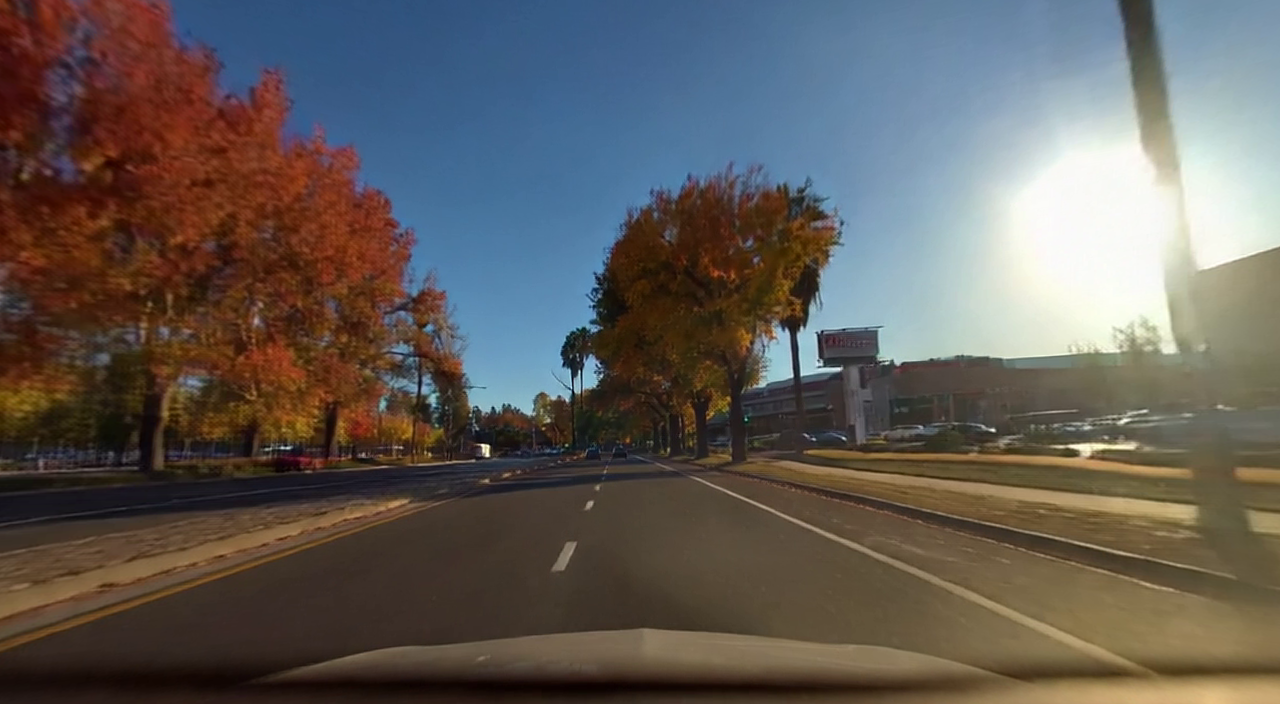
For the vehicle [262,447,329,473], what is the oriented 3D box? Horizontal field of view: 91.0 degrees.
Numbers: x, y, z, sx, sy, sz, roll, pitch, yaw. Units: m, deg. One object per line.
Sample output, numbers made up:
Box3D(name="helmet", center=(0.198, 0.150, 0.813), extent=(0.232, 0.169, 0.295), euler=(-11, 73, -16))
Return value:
Box3D(name="vehicle", center=(-23.088, 7.221, 42.399), extent=(1.994, 1.652, 4.570), euler=(1, -9, -2))
